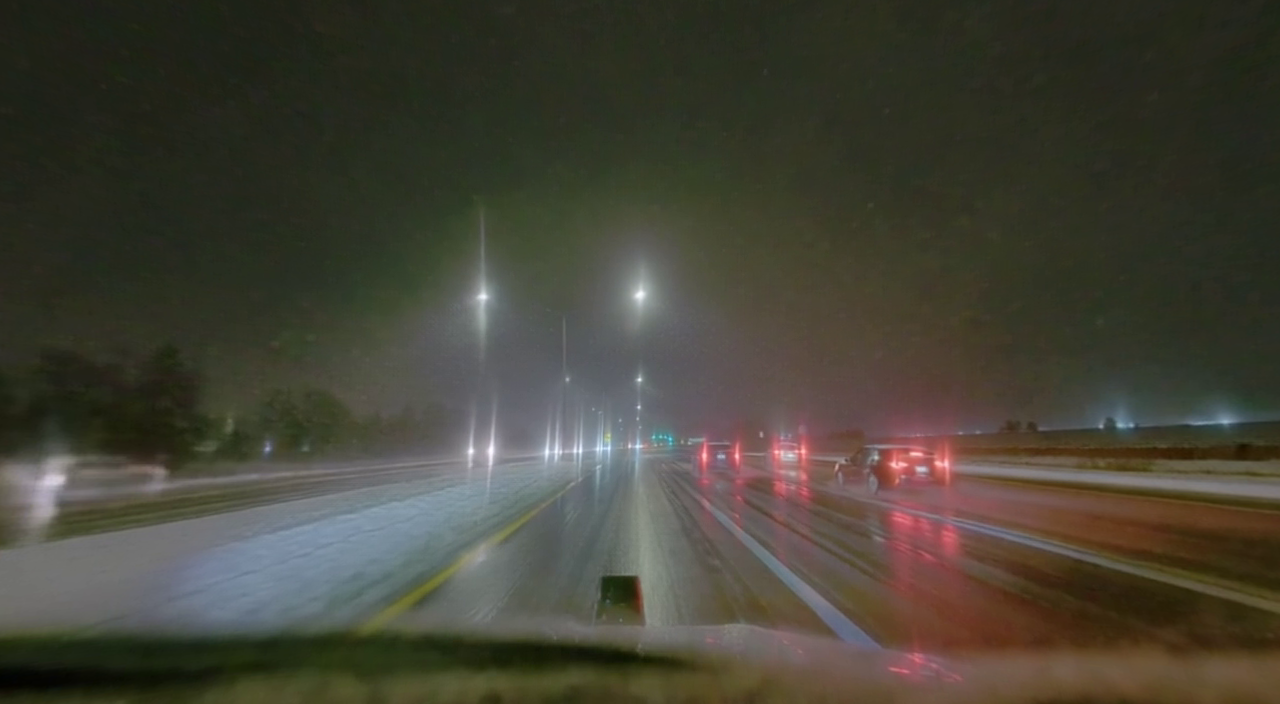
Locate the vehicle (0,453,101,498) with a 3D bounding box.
[{"bbox_3d":[-22.169,4.365,22.578,1.888,1.373,4.582,1,-8,-2],"label":"vehicle"}]

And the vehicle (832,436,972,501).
[{"bbox_3d":[6.833,3.072,17.027,2.038,1.528,3.910,0,-8,-1],"label":"vehicle"}]

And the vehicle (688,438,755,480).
[{"bbox_3d":[3.198,4.302,25.667,2.056,1.553,4.320,0,-8,-2],"label":"vehicle"}]
